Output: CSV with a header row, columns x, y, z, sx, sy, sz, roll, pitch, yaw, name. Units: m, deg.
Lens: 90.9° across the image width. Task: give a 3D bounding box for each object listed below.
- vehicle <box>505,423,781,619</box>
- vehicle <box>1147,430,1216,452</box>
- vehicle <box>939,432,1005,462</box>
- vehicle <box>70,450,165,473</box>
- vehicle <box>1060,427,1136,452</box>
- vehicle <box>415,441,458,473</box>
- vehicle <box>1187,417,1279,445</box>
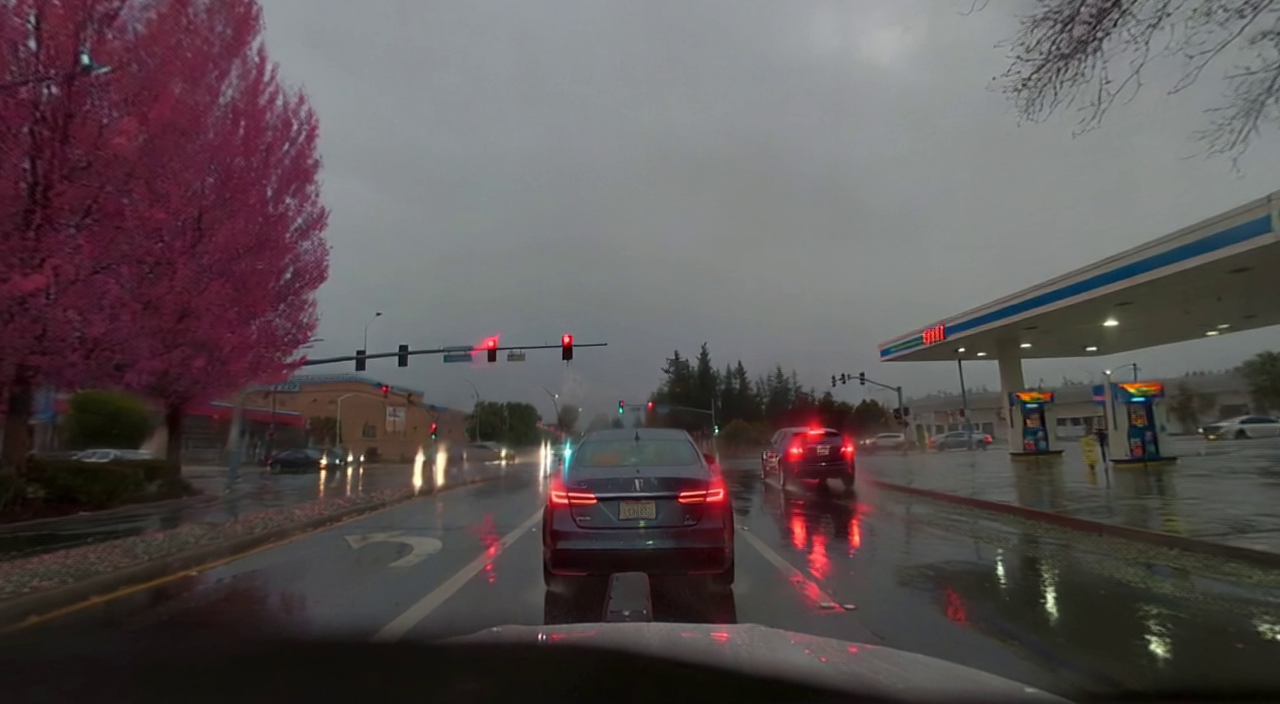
x,y,z,sx,sy,sz,roll,pitch,yaw,name
0.009,1.594,6.933,2.112,1.482,4.057,0,-8,0,vehicle
40.946,6.713,47.670,3.573,1.432,1.604,-3,-8,2,vehicle
18.386,5.242,34.846,2.053,1.495,4.091,-8,-12,44,vehicle
-37.175,7.788,44.978,1.889,1.455,4.813,-3,-9,20,vehicle
34.740,6.624,47.844,4.294,1.557,1.744,-4,-7,1,vehicle
-12.840,6.558,39.564,2.019,1.867,4.660,3,-9,-23,vehicle
36.321,4.864,38.493,1.848,1.581,4.475,0,-8,2,vehicle
